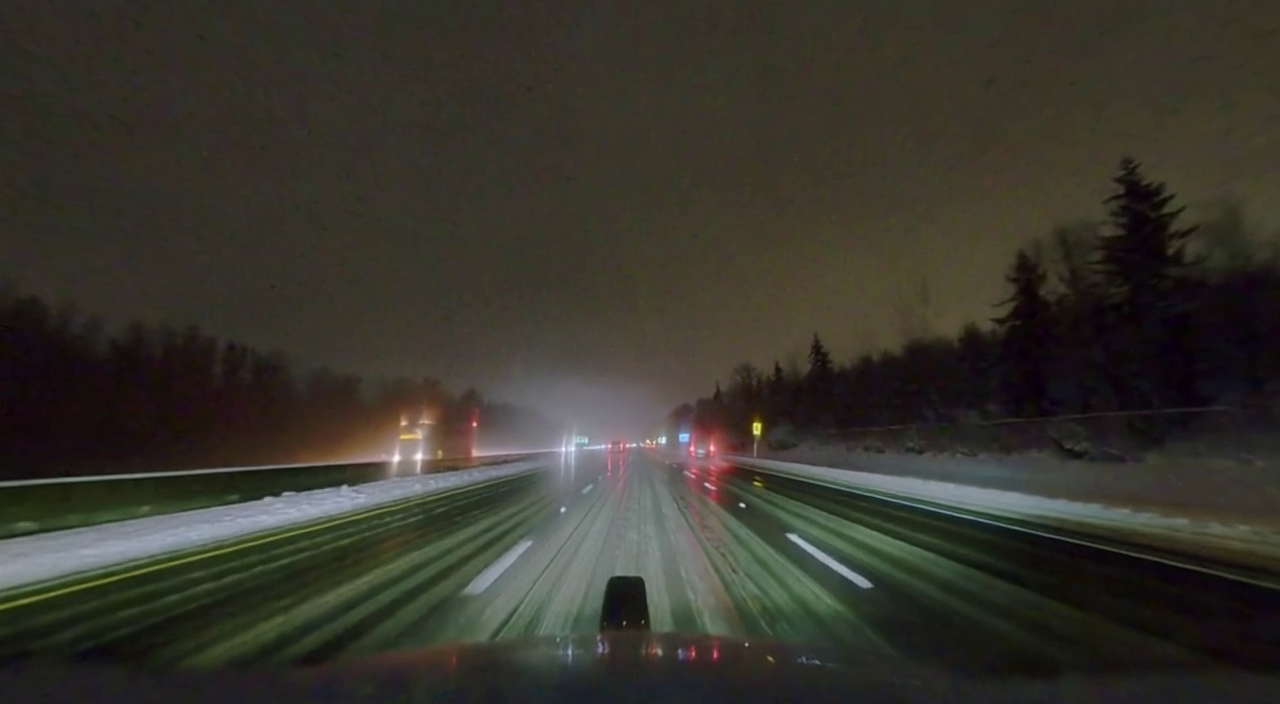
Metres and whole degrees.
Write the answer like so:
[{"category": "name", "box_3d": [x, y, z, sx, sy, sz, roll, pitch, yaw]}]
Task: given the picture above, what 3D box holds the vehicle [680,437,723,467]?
[{"category": "vehicle", "box_3d": [3.633, 6.028, 37.824, 2.202, 1.682, 4.188, 0, -8, 0]}]
